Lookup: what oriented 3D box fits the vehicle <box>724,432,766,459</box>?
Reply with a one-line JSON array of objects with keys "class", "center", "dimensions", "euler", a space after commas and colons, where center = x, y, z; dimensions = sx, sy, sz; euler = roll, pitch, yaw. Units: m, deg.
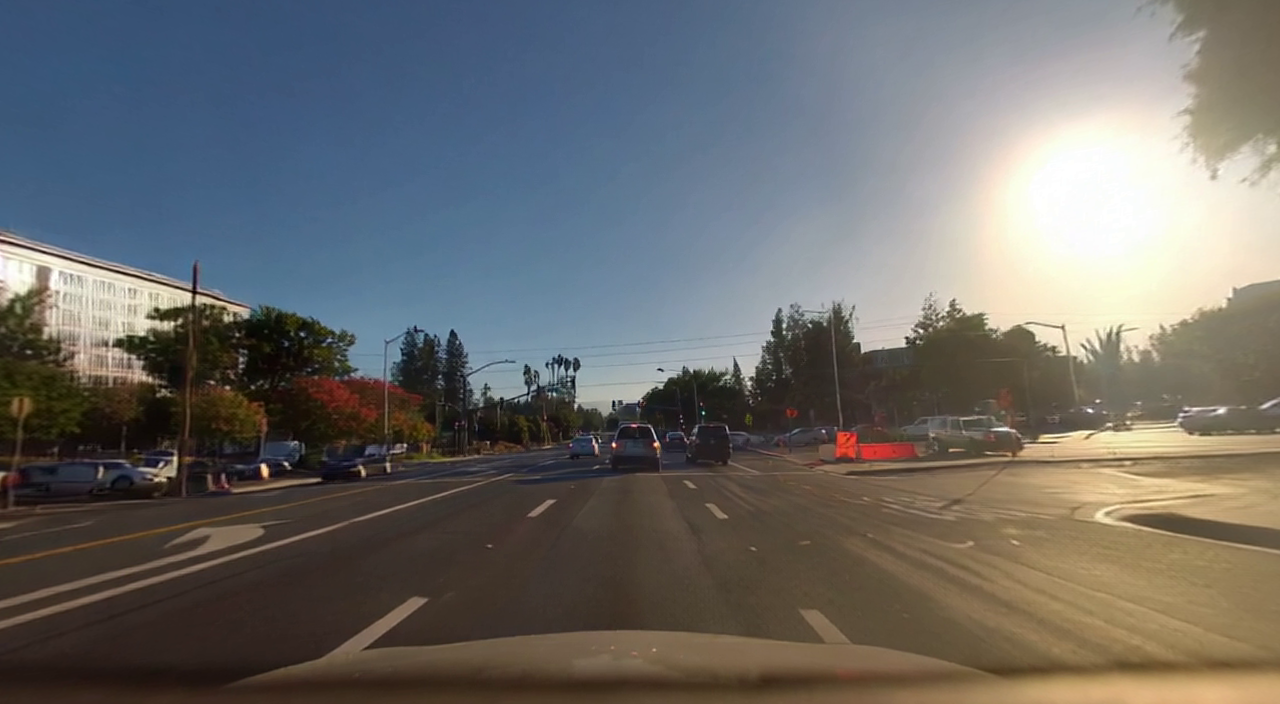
[{"class": "vehicle", "center": [6.327, 5.592, 37.616], "dimensions": [2.145, 1.503, 4.267], "euler": [-2, -9, 13]}]

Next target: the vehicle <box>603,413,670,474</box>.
[{"class": "vehicle", "center": [-0.183, 3.649, 24.983], "dimensions": [2.350, 2.122, 5.801], "euler": [0, -8, -1]}]

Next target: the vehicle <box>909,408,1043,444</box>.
[{"class": "vehicle", "center": [14.957, 3.371, 28.139], "dimensions": [4.986, 1.467, 2.025], "euler": [-6, -10, 34]}]

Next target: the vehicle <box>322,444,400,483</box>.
[{"class": "vehicle", "center": [-12.839, 5.112, 29.213], "dimensions": [1.887, 1.536, 4.088], "euler": [-4, -8, -2]}]

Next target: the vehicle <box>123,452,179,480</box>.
[{"class": "vehicle", "center": [-33.236, 7.678, 42.743], "dimensions": [4.692, 1.720, 1.941], "euler": [-7, -11, 40]}]

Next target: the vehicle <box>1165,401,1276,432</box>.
[{"class": "vehicle", "center": [31.008, 3.506, 33.829], "dimensions": [1.810, 1.448, 4.550], "euler": [-1, -8, 4]}]
